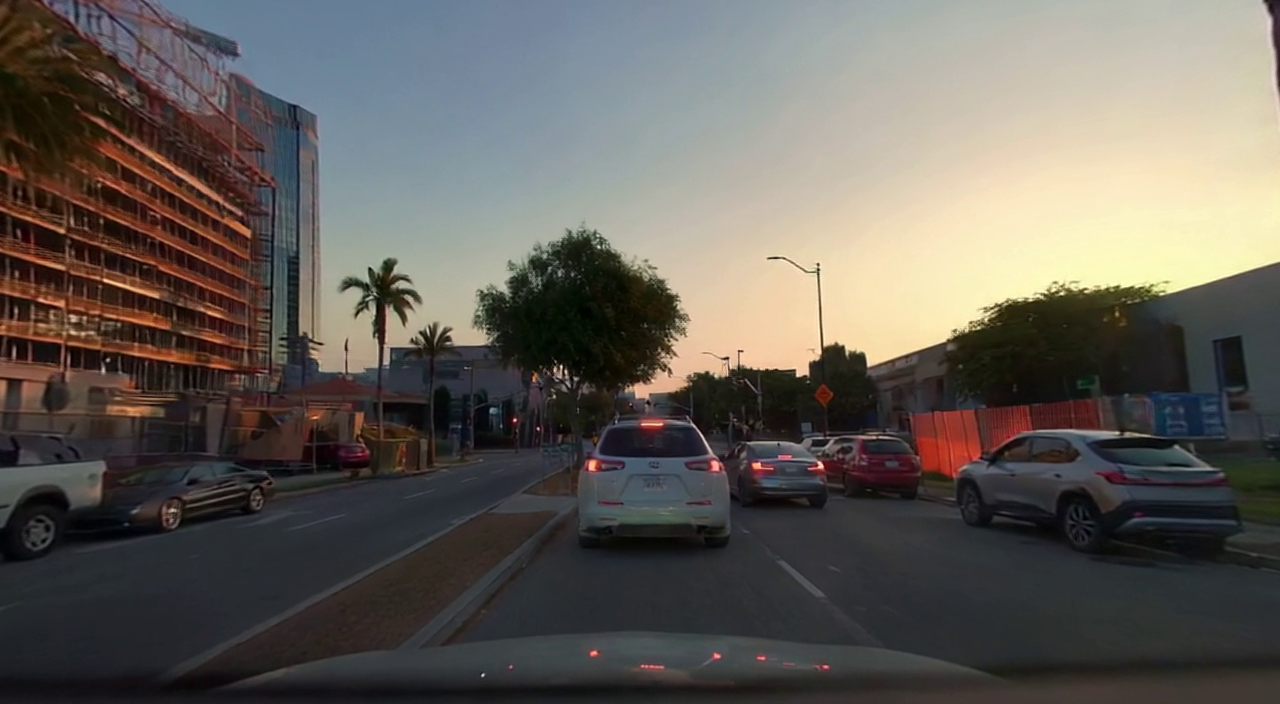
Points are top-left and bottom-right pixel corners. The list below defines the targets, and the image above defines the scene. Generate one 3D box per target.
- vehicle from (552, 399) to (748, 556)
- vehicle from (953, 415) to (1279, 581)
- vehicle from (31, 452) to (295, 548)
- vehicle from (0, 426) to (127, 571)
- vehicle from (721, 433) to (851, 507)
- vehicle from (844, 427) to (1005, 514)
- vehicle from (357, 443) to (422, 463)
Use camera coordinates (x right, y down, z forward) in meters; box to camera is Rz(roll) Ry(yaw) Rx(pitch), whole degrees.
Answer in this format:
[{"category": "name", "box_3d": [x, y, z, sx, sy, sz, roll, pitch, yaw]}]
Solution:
[{"category": "vehicle", "box_3d": [0.107, 1.772, 9.543, 2.264, 1.798, 4.258, 0, -8, 0]}, {"category": "vehicle", "box_3d": [6.259, 1.763, 8.596, 1.819, 1.672, 4.139, 0, -7, -1]}, {"category": "vehicle", "box_3d": [-9.717, 2.994, 13.514, 2.054, 1.467, 4.595, -3, -7, 1]}, {"category": "vehicle", "box_3d": [-9.921, 1.941, 7.683, 2.294, 1.948, 6.025, -6, -10, 1]}, {"category": "vehicle", "box_3d": [3.228, 2.698, 14.871, 1.999, 1.487, 3.939, 0, -8, -2]}, {"category": "vehicle", "box_3d": [6.476, 2.729, 15.024, 1.930, 1.736, 4.329, -1, -8, 2]}, {"category": "vehicle", "box_3d": [-19.150, 7.696, 48.415, 1.759, 1.457, 4.297, -7, -11, 37]}]
